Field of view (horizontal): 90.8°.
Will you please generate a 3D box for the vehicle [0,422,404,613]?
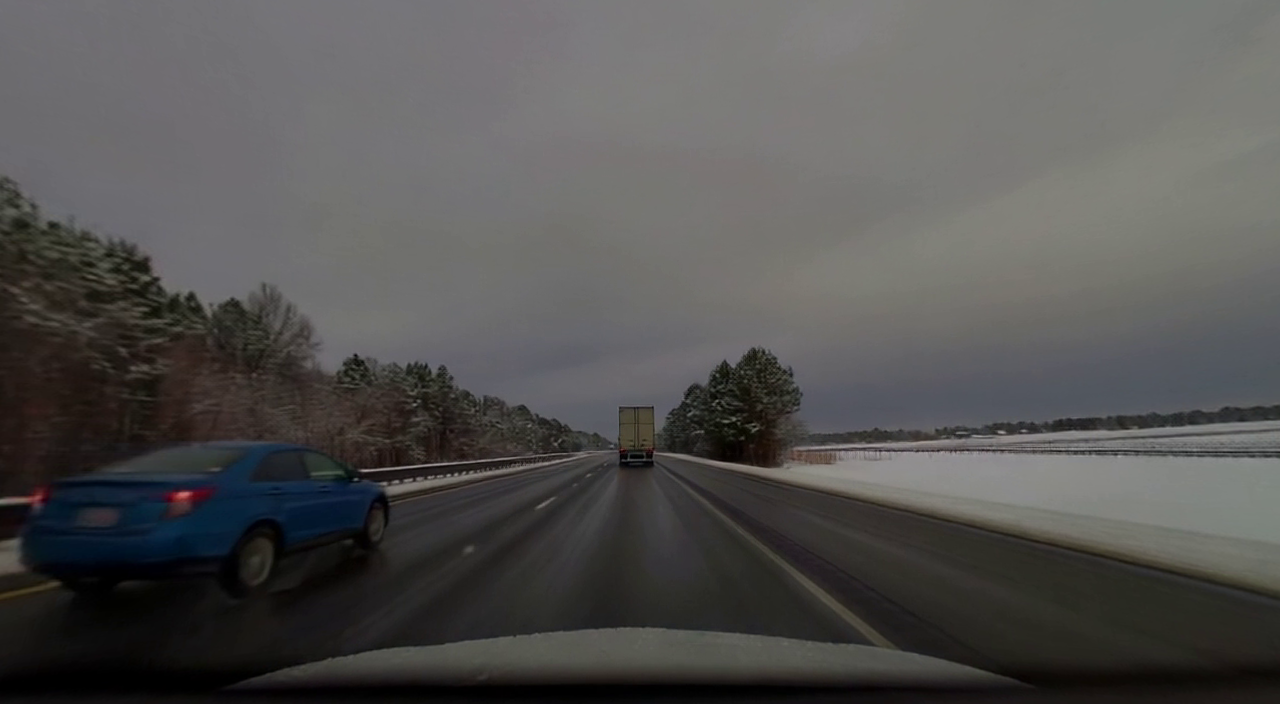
[{"bbox_3d":[-4.320,1.615,6.948,1.937,1.493,3.779,0,-9,0],"label":"vehicle"}]
